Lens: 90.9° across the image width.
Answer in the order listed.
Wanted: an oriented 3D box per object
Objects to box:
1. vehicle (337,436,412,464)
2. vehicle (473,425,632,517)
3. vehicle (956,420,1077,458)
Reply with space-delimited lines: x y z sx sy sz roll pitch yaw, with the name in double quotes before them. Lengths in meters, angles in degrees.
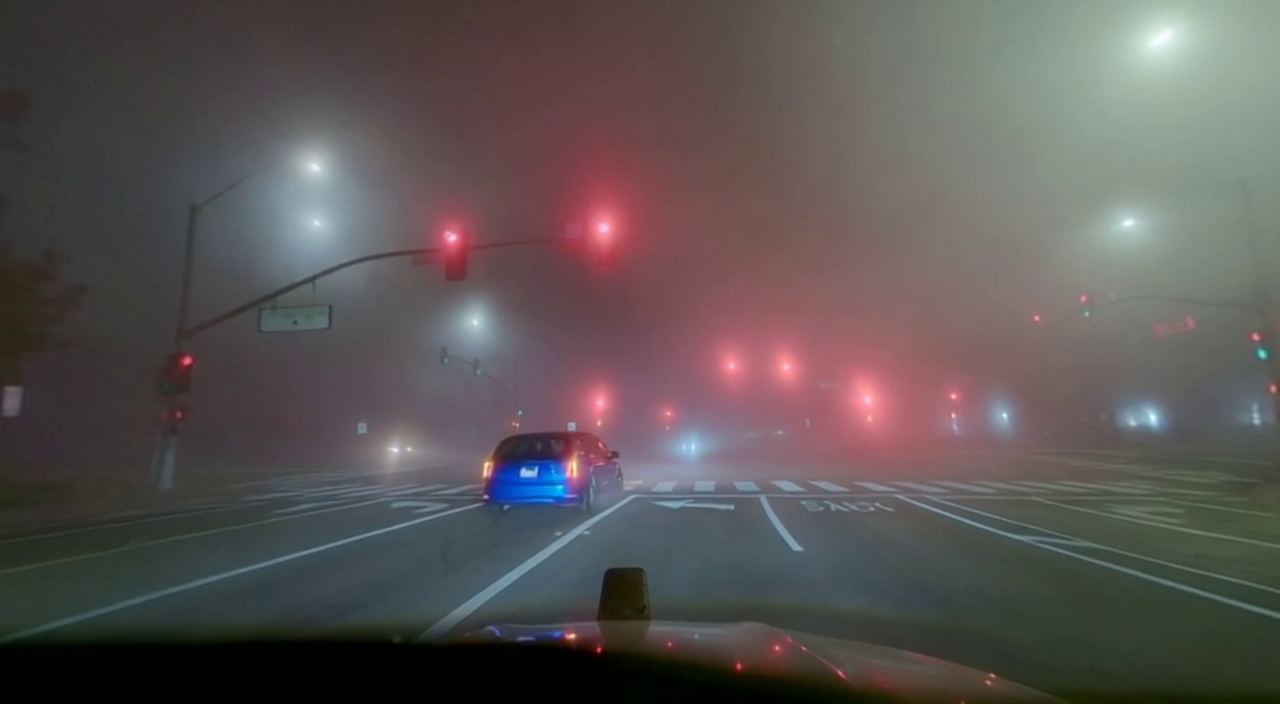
"vehicle" -16.608 6.144 39.485 3.952 1.568 1.788 -3 -7 10
"vehicle" -1.580 2.376 13.089 2.055 1.573 4.065 -2 -9 10
"vehicle" 17.587 4.116 29.658 4.406 1.661 1.857 -2 -9 11
